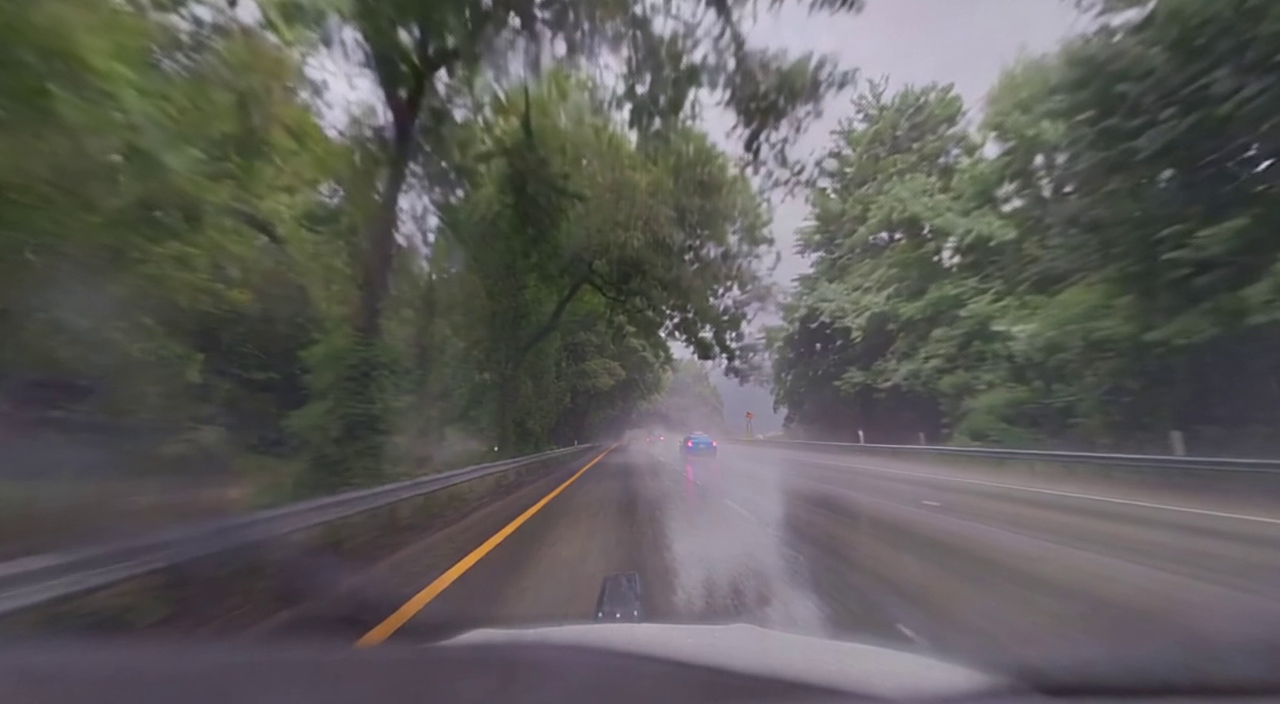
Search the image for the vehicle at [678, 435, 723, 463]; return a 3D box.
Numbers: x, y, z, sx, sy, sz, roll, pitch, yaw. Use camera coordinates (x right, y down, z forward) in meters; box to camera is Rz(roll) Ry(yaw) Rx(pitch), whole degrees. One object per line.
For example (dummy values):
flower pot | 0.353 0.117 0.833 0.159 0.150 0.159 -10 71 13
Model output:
vehicle | 3.335 5.411 35.416 2.017 1.502 4.369 0 -8 -1
